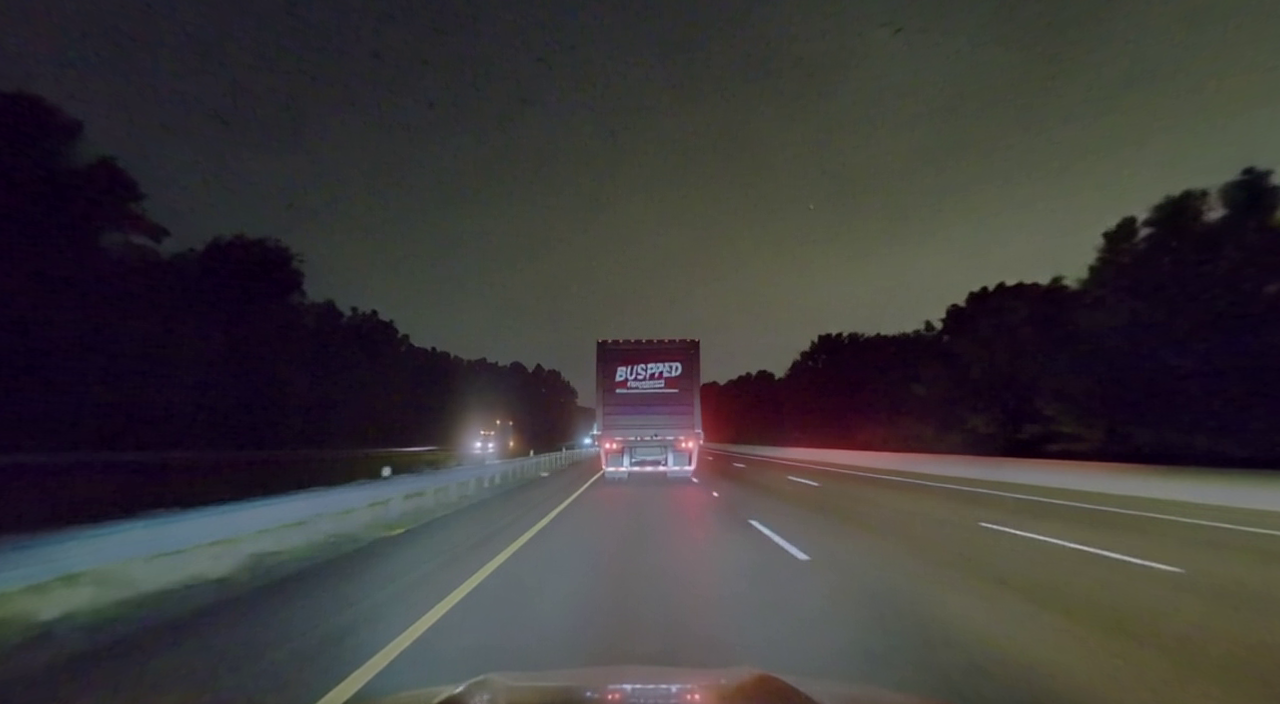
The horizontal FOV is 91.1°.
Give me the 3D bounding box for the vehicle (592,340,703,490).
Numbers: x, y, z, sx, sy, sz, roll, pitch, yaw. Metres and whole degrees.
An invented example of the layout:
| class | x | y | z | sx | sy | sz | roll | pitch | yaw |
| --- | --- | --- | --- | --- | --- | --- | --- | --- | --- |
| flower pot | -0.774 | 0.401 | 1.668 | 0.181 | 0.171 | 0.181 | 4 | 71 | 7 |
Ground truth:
| class | x | y | z | sx | sy | sz | roll | pitch | yaw |
| --- | --- | --- | --- | --- | --- | --- | --- | --- | --- |
| vehicle | 0.141 | 2.217 | 20.803 | 2.870 | 3.911 | 8.697 | 0 | -8 | -1 |
